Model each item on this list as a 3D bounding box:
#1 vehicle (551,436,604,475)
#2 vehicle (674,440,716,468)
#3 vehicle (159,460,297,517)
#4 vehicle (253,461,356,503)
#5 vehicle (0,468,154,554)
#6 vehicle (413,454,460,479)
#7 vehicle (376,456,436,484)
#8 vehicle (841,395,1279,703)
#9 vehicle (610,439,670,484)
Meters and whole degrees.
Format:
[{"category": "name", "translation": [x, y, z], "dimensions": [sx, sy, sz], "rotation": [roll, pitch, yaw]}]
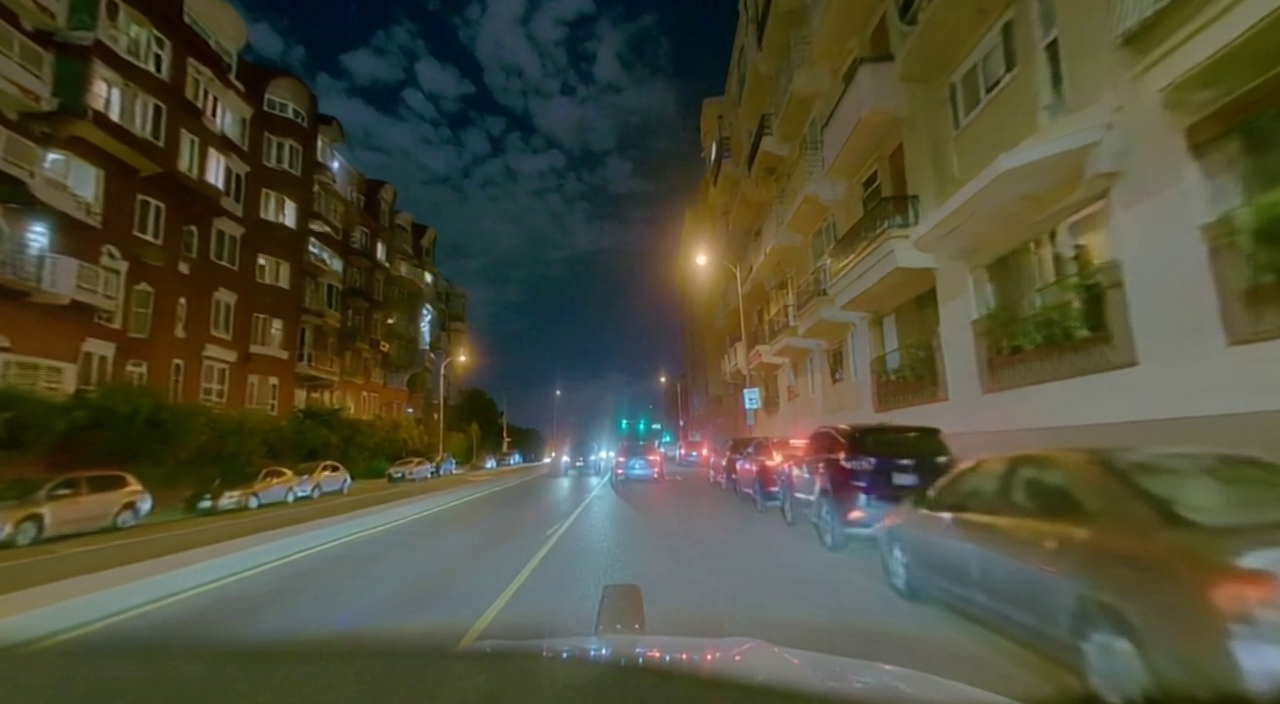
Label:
[{"category": "vehicle", "translation": [-2.971, 5.032, 30.810], "dimensions": [2.065, 1.705, 4.353], "rotation": [-1, -9, 1]}, {"category": "vehicle", "translation": [3.186, 6.035, 37.455], "dimensions": [2.077, 1.532, 4.694], "rotation": [0, -9, 0]}, {"category": "vehicle", "translation": [-13.853, 4.575, 21.606], "dimensions": [1.887, 1.619, 4.208], "rotation": [0, -9, -1]}, {"category": "vehicle", "translation": [-13.697, 5.303, 26.117], "dimensions": [1.837, 1.470, 4.263], "rotation": [-1, -9, 1]}, {"category": "vehicle", "translation": [-13.752, 3.526, 14.485], "dimensions": [1.805, 1.580, 4.477], "rotation": [0, -9, -3]}, {"category": "vehicle", "translation": [-13.682, 7.700, 42.677], "dimensions": [1.839, 1.594, 4.055], "rotation": [0, -9, -1]}, {"category": "vehicle", "translation": [-13.714, 6.943, 37.327], "dimensions": [1.907, 1.480, 4.498], "rotation": [0, -9, -1]}, {"category": "vehicle", "translation": [3.005, 1.209, 4.156], "dimensions": [1.874, 1.468, 4.550], "rotation": [0, -9, 0]}, {"category": "vehicle", "translation": [-0.001, 4.031, 23.441], "dimensions": [2.026, 1.496, 3.701], "rotation": [0, -9, 0]}]
